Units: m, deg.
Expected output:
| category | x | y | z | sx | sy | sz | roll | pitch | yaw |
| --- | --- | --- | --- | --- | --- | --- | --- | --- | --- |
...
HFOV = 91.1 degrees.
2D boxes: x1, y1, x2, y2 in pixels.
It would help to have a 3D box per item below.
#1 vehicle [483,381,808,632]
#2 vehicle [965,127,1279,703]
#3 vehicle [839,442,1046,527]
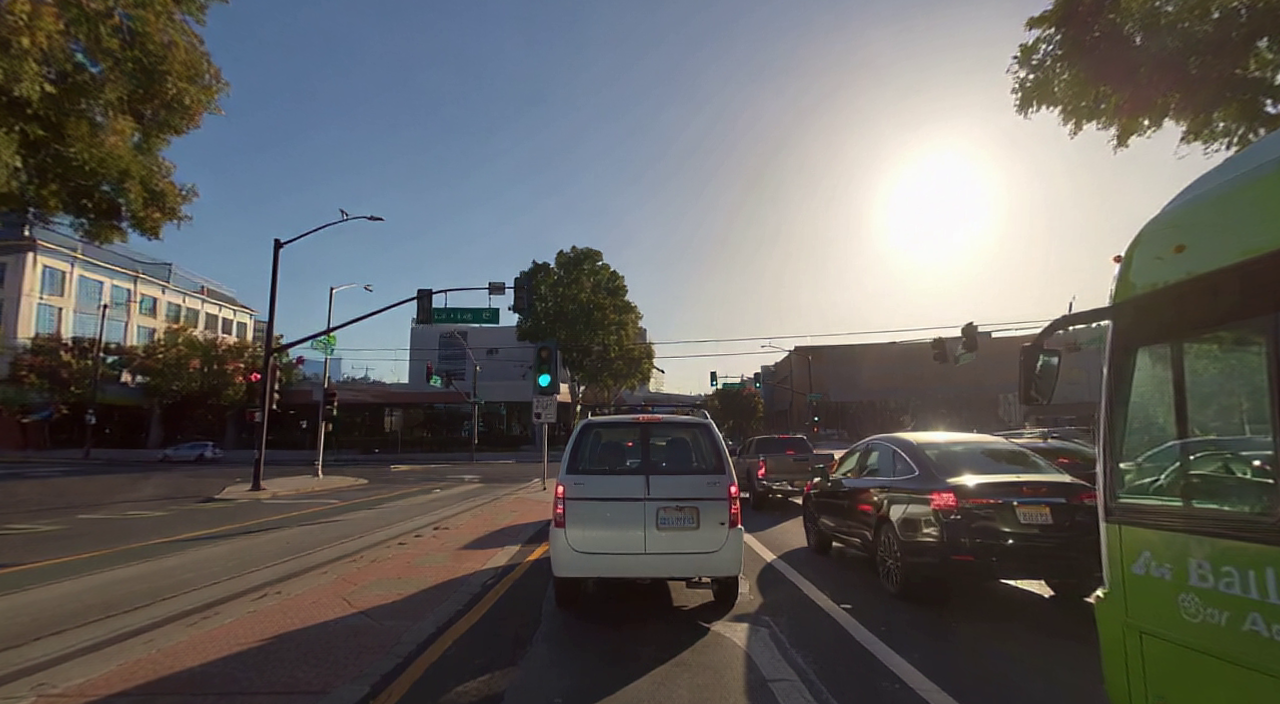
| category | x | y | z | sx | sy | sz | roll | pitch | yaw |
| --- | --- | --- | --- | --- | --- | --- | --- | --- | --- |
| vehicle | 0.012 | 1.474 | 7.007 | 2.381 | 1.842 | 4.603 | 0 | -8 | -1 |
| vehicle | 2.613 | 0.316 | 0.427 | 2.037 | 2.065 | 5.037 | 0 | -8 | 0 |
| vehicle | 5.978 | 2.637 | 13.226 | 1.987 | 1.457 | 4.675 | 0 | -8 | -1 |
